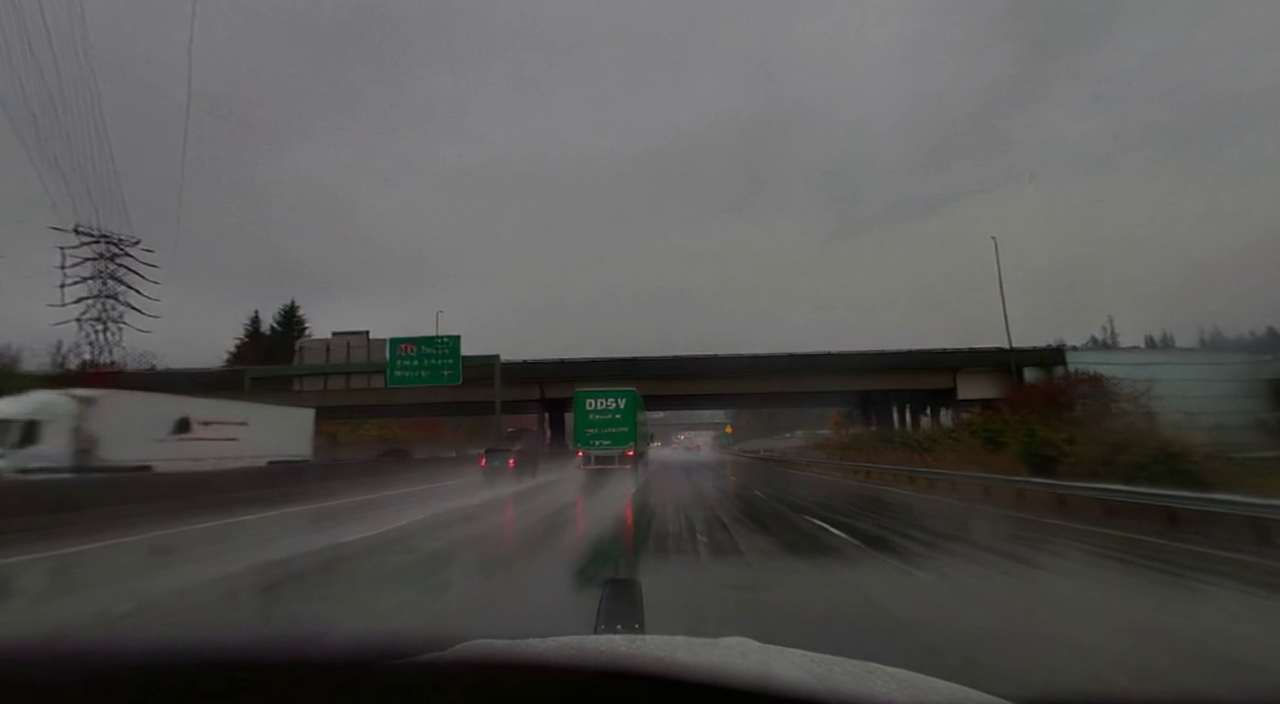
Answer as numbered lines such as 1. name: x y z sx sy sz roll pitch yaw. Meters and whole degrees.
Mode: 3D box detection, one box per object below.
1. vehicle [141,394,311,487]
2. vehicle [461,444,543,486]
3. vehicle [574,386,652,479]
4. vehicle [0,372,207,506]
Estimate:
1. vehicle: -20.643 4.568 32.195 2.818 4.103 8.096 -1 -9 2
2. vehicle: -5.288 4.371 24.732 1.958 1.467 4.737 -1 -9 3
3. vehicle: -1.067 4.426 33.559 3.025 4.002 12.709 -1 -9 3
4. vehicle: -21.097 3.234 22.889 2.942 4.086 10.219 -1 -9 2
